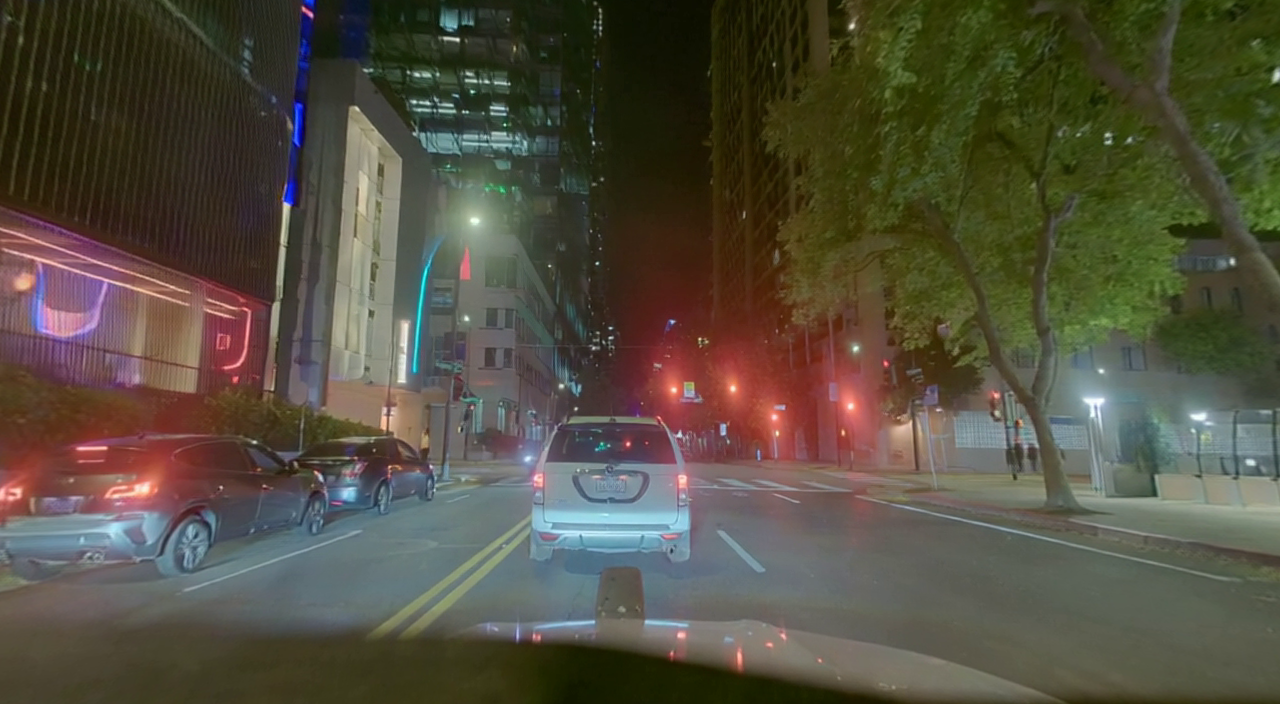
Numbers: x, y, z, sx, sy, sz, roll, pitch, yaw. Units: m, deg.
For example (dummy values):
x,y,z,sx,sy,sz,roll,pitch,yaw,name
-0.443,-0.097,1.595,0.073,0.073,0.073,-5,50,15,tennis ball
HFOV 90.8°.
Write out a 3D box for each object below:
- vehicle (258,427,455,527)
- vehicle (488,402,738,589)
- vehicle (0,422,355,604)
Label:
x,y,z,sx,sy,sz,roll,pitch,yaw,name
-5.872,2.640,13.958,2.077,1.791,4.751,0,-9,1,vehicle
-0.228,1.600,7.779,2.258,1.687,3.934,0,-9,1,vehicle
-5.743,1.857,8.276,1.904,1.684,4.529,0,-9,-1,vehicle
